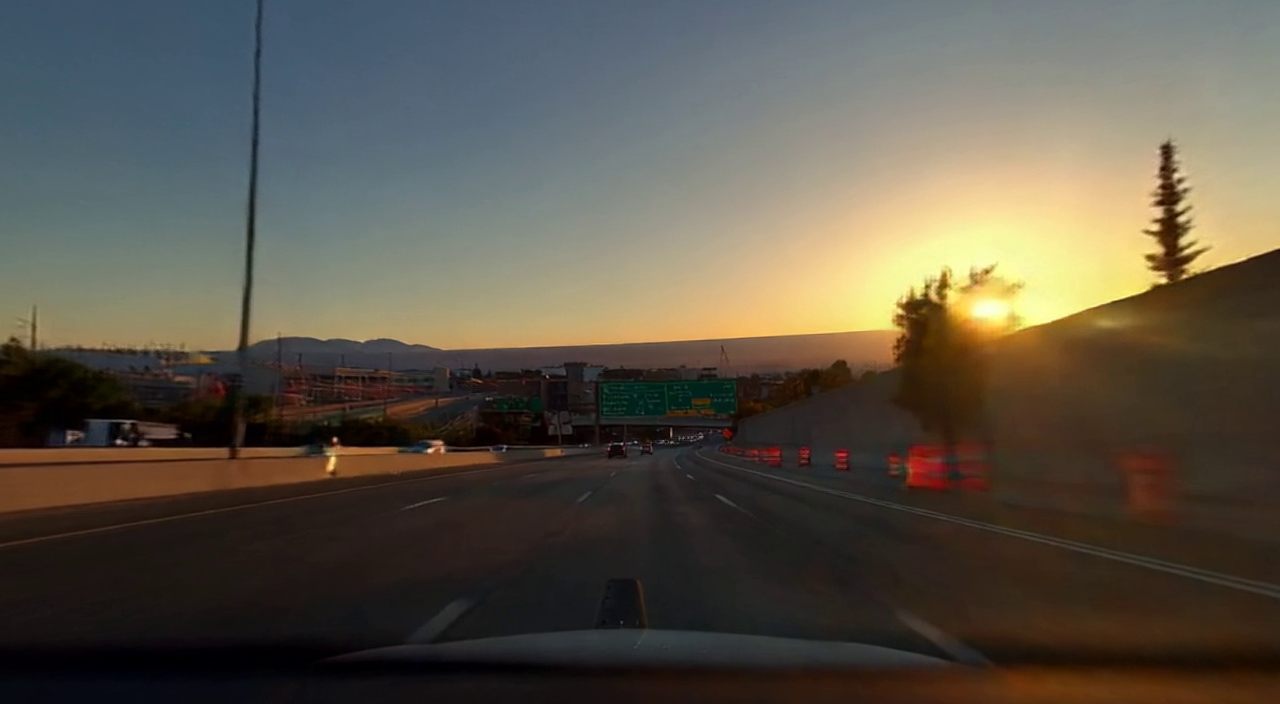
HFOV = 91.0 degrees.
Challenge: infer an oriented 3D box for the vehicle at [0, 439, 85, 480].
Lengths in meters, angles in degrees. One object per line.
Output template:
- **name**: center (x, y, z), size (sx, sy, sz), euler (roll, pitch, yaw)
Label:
- **vehicle**: center (-26.025, 4.399, 25.921), size (2.007, 1.575, 4.701), euler (0, -9, 1)

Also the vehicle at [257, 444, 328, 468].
- **vehicle**: center (-22.826, 6.846, 41.551), size (1.907, 1.520, 4.645), euler (0, -9, 2)

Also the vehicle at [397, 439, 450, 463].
- **vehicle**: center (-15.653, 7.178, 45.790), size (2.081, 1.656, 4.819), euler (0, -9, 1)
